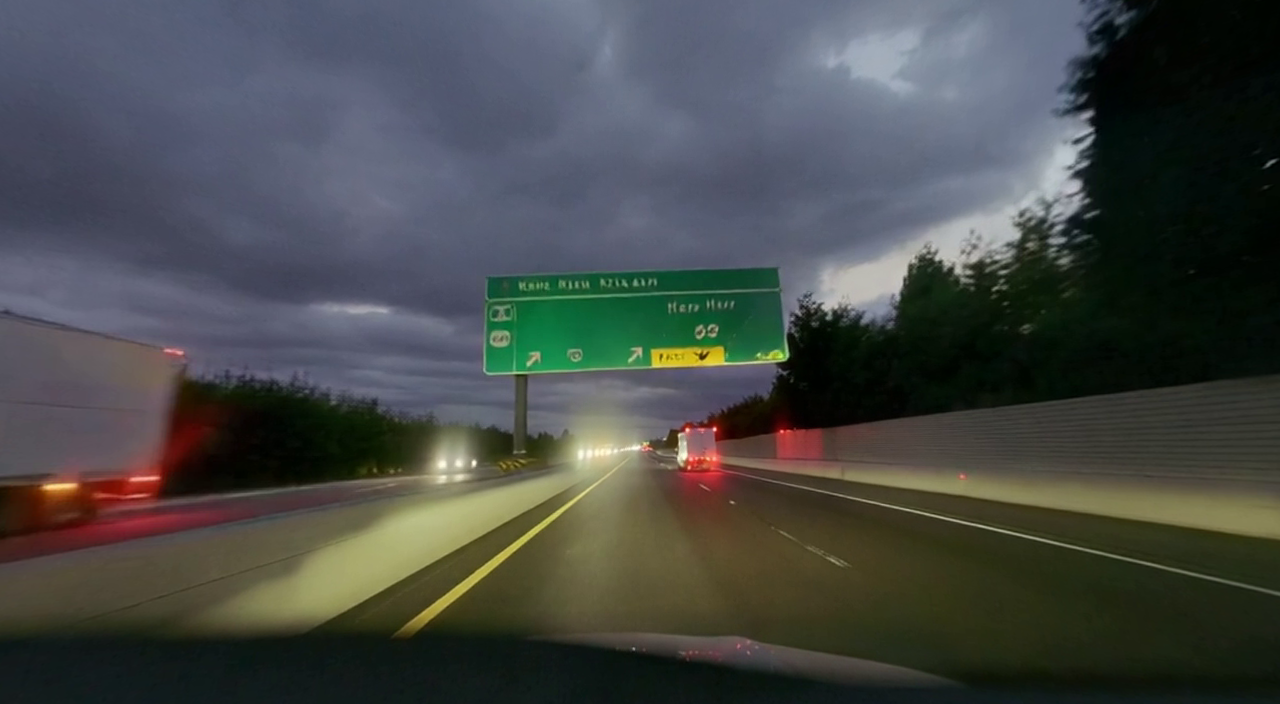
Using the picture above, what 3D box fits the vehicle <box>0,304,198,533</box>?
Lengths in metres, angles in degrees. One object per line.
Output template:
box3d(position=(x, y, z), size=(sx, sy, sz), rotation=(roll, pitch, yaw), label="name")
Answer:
box3d(position=(-12.763, 0.856, 8.983), size=(3.219, 3.940, 13.412), rotation=(0, -9, 0), label="vehicle")

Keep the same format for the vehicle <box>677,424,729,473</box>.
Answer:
box3d(position=(3.888, 6.127, 40.043), size=(2.449, 2.805, 6.763), rotation=(0, -9, -1), label="vehicle")
